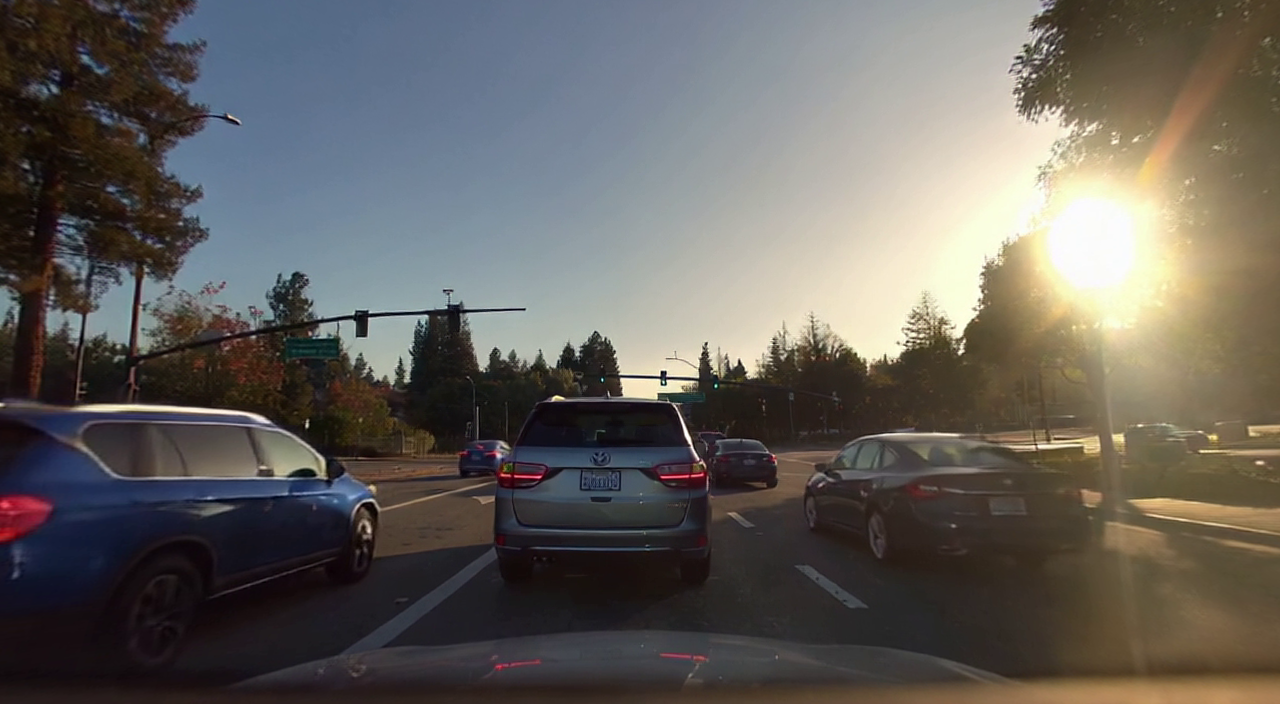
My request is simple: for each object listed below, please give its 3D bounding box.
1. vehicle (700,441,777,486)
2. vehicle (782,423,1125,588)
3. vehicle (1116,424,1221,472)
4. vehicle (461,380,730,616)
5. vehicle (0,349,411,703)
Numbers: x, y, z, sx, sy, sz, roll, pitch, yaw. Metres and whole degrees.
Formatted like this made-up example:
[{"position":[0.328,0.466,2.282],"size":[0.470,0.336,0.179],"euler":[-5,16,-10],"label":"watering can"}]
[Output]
[{"position":[3.366,3.898,22.385],"size":[2.104,1.441,4.240],"euler":[0,-8,1],"label":"vehicle"},{"position":[3.353,1.721,7.934],"size":[2.121,1.494,4.208],"euler":[0,-8,0],"label":"vehicle"},{"position":[19.313,3.504,22.982],"size":[4.215,1.578,1.892],"euler":[7,-11,-37],"label":"vehicle"},{"position":[-0.351,1.438,7.091],"size":[2.064,1.817,4.298],"euler":[0,-8,0],"label":"vehicle"},{"position":[-3.707,1.147,4.845],"size":[2.160,1.666,4.583],"euler":[0,-8,0],"label":"vehicle"}]
